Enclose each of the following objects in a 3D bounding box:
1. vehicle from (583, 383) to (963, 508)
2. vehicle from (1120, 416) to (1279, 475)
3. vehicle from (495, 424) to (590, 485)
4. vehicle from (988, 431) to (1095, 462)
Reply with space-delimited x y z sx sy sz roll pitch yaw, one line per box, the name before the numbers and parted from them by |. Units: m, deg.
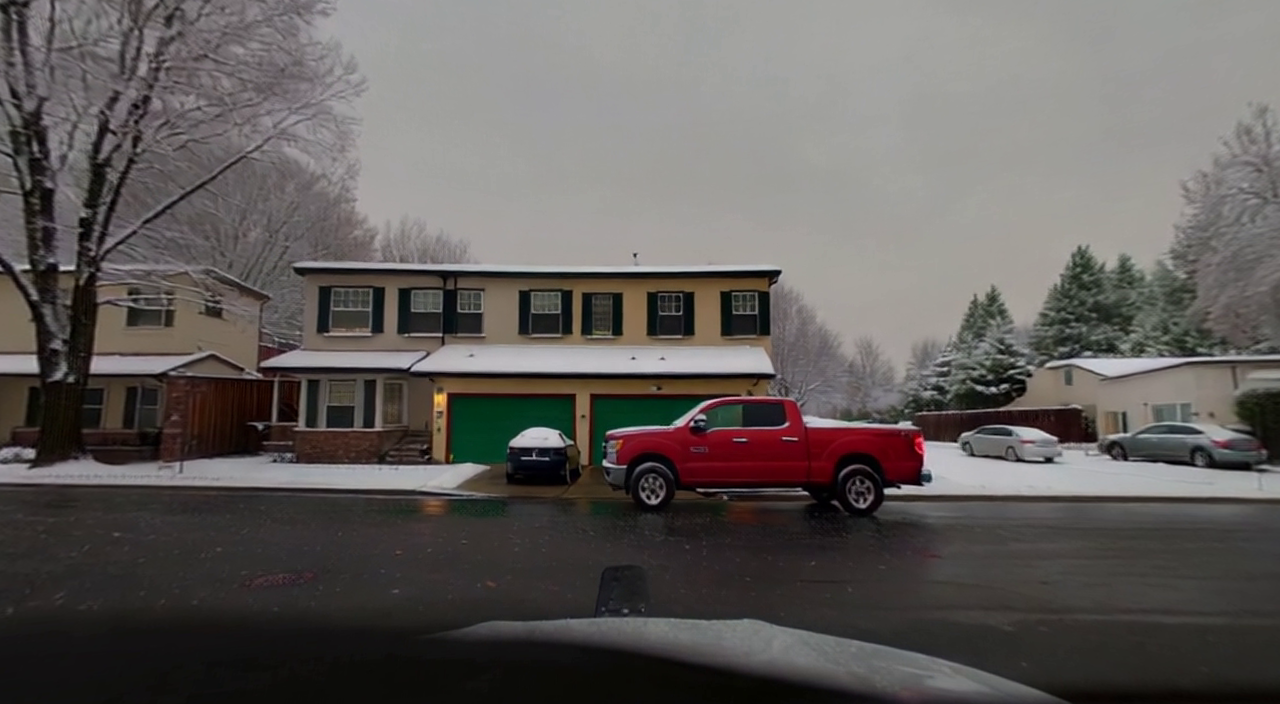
vehicle | 2.018 1.578 10.640 5.600 1.835 2.161 -1 -9 6
vehicle | 17.789 2.944 19.826 3.770 1.496 1.951 3 -9 7
vehicle | -2.872 3.076 19.446 1.869 1.460 3.826 -4 -5 6
vehicle | 19.284 4.554 30.402 3.897 1.416 1.703 -1 -9 7
